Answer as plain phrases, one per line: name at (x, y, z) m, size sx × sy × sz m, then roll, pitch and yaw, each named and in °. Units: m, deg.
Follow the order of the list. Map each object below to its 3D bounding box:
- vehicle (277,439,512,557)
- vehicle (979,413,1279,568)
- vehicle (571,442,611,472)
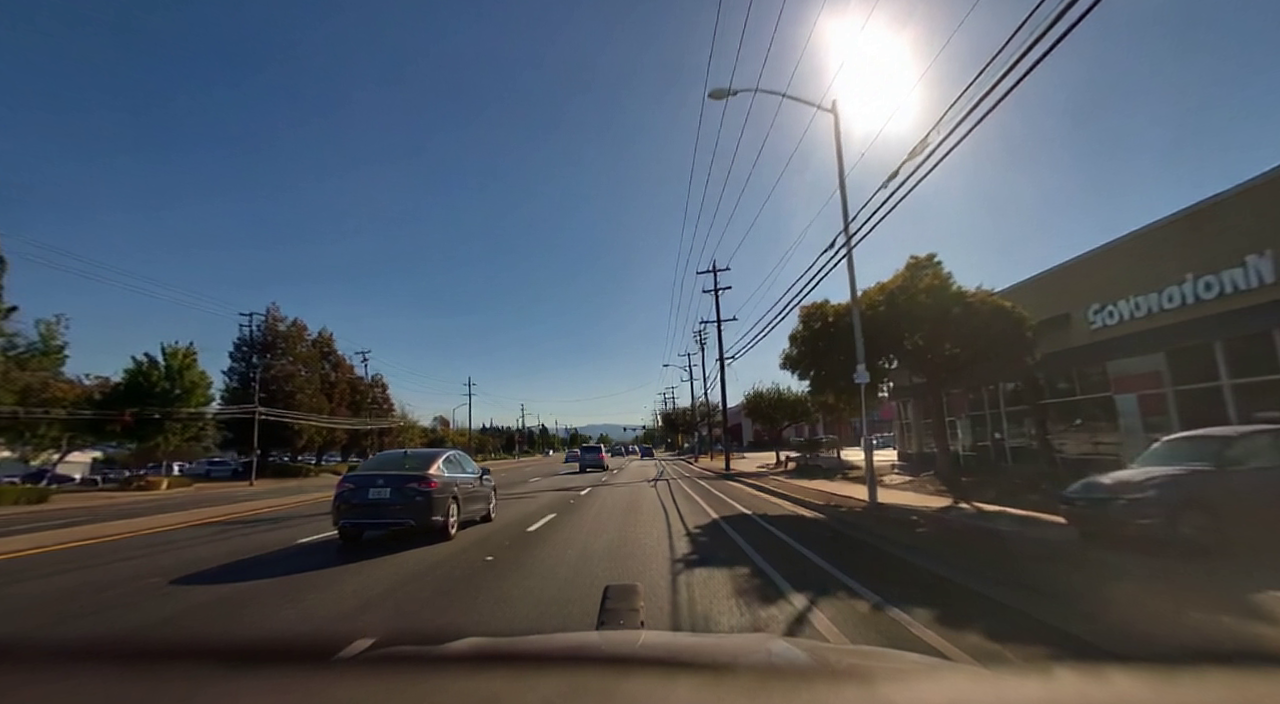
vehicle at (-3.607, 2.216, 10.329) m, size 1.942 × 1.469 × 4.426 m, roll 0°, pitch -9°, yaw 2°
vehicle at (6.857, 1.590, 7.526) m, size 4.465 × 1.566 × 1.923 m, roll 1°, pitch -9°, yaw -1°
vehicle at (-3.019, 6.582, 39.644) m, size 2.087 × 1.736 × 4.311 m, roll 0°, pitch -9°, yaw 2°
